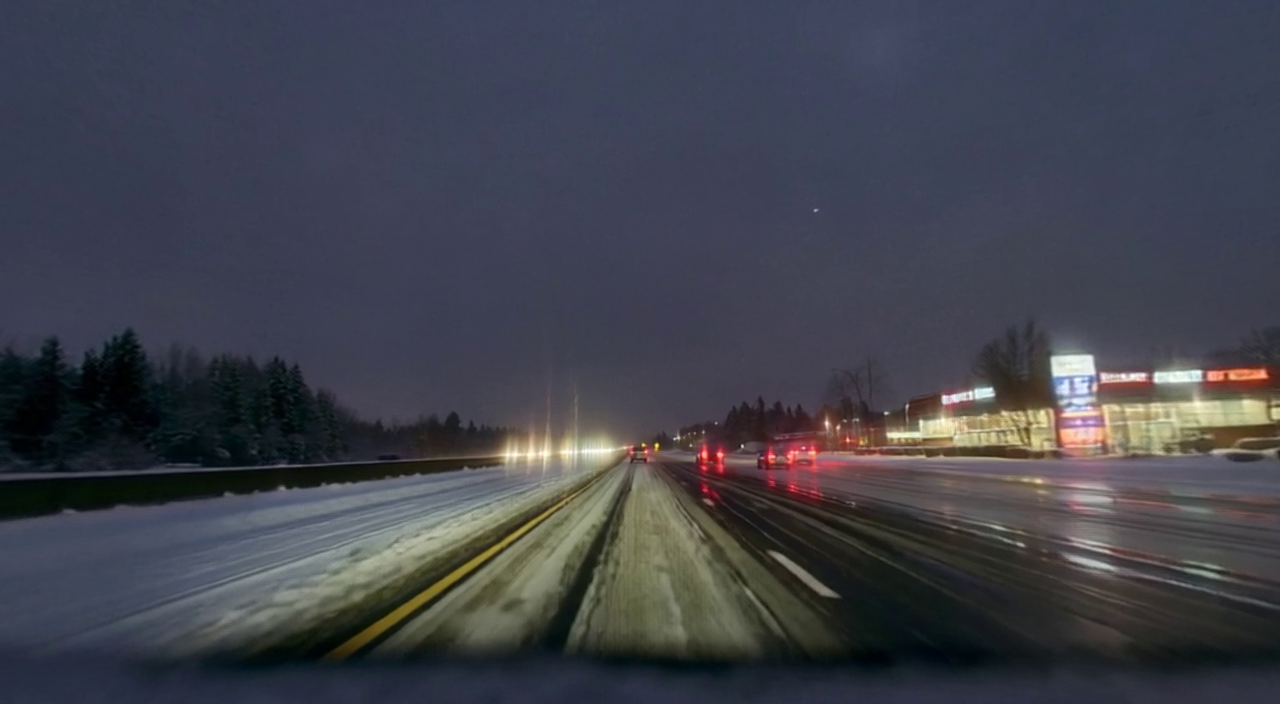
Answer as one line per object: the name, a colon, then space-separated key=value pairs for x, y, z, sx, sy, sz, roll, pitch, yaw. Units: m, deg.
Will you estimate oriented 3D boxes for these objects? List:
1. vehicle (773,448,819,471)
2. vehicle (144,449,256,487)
vehicle: x=10.657 y=7.350 z=43.501 sx=1.953 sy=1.473 sz=4.512 roll=0 pitch=-9 yaw=-1
vehicle: x=-19.875 y=5.227 z=28.837 sx=1.925 sy=1.547 sz=4.418 roll=0 pitch=-9 yaw=0
